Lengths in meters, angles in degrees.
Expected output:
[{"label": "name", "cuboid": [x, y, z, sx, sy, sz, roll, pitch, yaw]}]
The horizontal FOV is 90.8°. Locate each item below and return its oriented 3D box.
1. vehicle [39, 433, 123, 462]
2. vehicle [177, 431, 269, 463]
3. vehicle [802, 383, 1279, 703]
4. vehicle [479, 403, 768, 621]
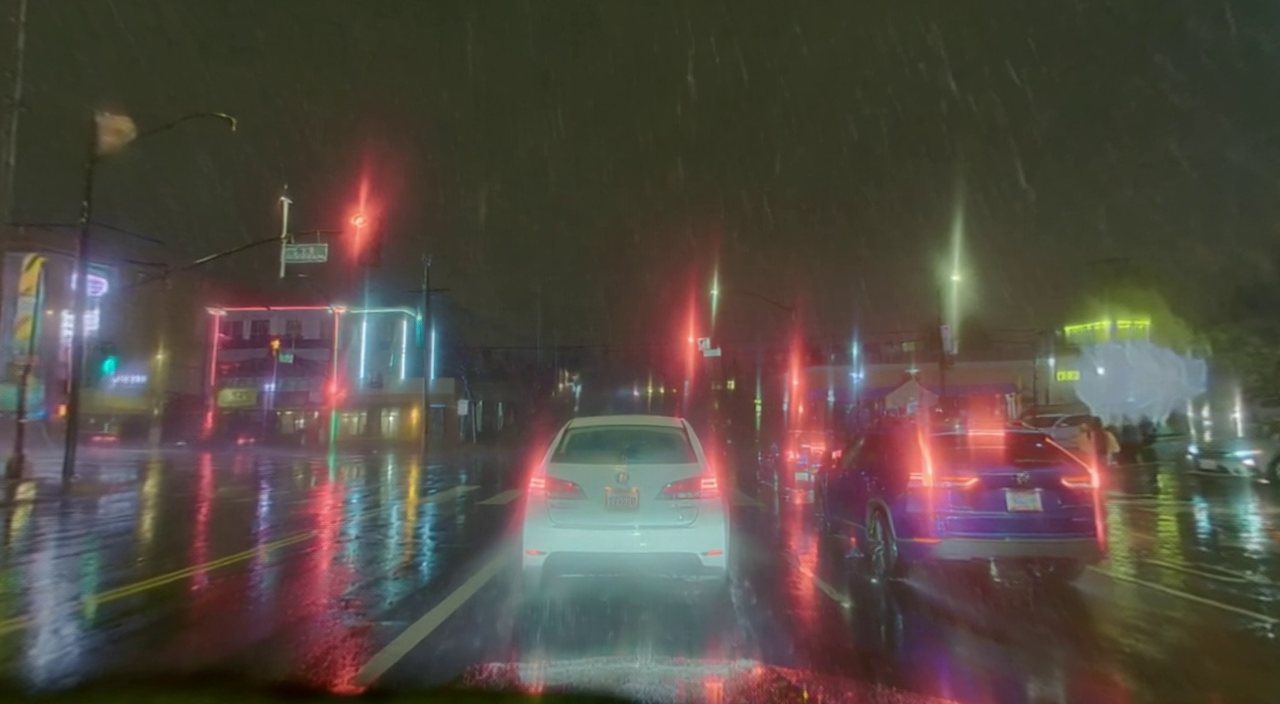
[{"label": "vehicle", "cuboid": [-33.224, 5.674, 37.527, 4.253, 1.570, 2.132, -4, -9, 26]}, {"label": "vehicle", "cuboid": [-25.099, 5.717, 37.984, 5.003, 1.799, 2.066, -4, -9, 23]}, {"label": "vehicle", "cuboid": [3.030, 1.307, 5.443, 1.983, 1.654, 4.354, 0, -8, -2]}, {"label": "vehicle", "cuboid": [-0.141, 1.525, 7.077, 2.123, 1.589, 4.702, 0, -8, 0]}]
